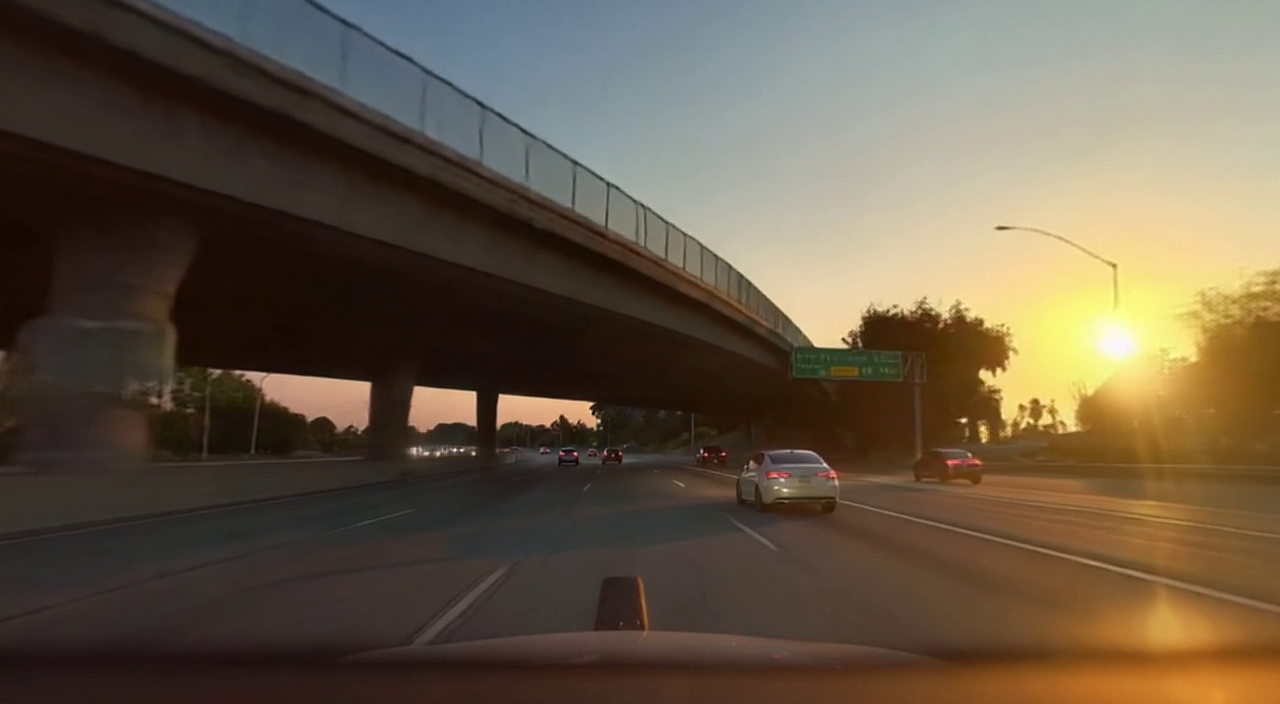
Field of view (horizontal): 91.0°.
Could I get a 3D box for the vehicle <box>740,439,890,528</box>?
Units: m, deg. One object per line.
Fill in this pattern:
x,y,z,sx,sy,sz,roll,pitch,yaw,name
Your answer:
3.418,2.644,13.152,1.975,1.562,3.823,0,-9,-1,vehicle

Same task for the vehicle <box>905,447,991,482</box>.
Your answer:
14.300,5.223,29.532,1.878,1.486,4.636,0,-9,3,vehicle
